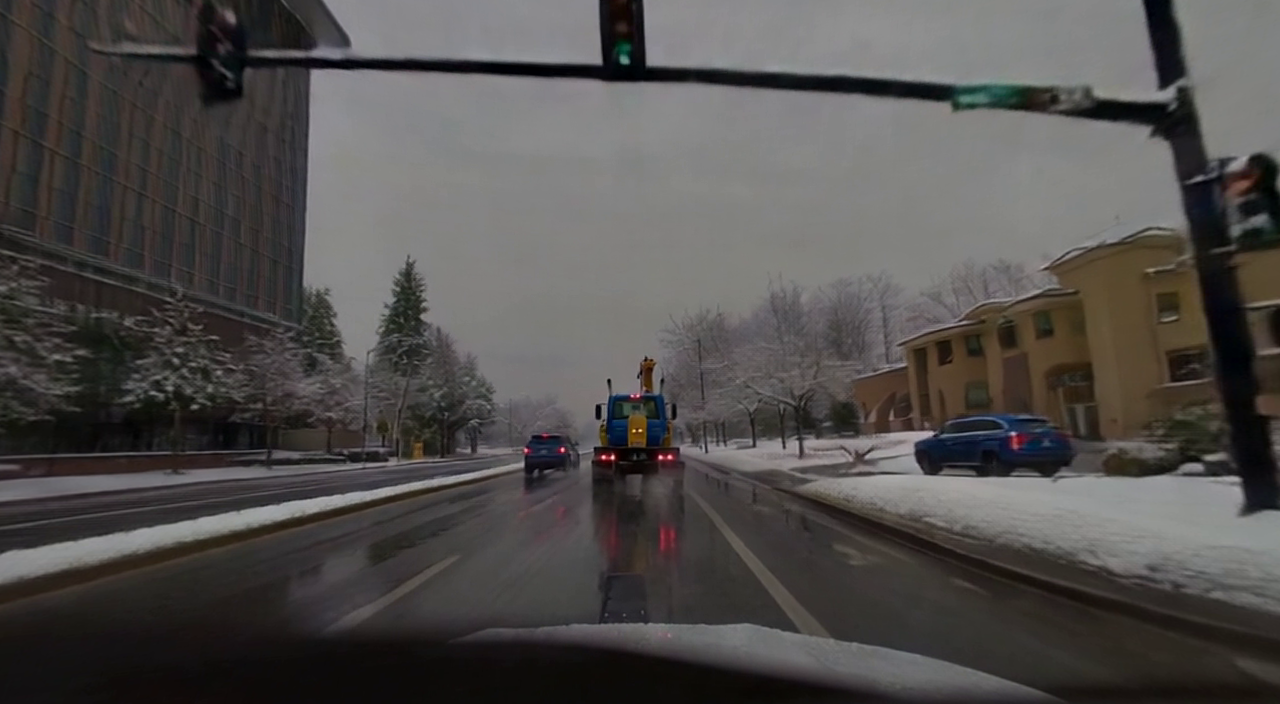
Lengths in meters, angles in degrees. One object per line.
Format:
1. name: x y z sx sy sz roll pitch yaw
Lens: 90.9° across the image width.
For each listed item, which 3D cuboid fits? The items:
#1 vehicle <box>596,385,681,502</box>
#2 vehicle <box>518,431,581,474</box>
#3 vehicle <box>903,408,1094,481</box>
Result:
1. vehicle: -0.230 3.510 24.489 2.552 3.461 11.044 0 -8 -2
2. vehicle: -3.848 4.366 27.488 2.081 1.688 4.235 0 -9 0
3. vehicle: 10.066 2.661 18.299 2.186 1.783 4.716 0 -8 -10
